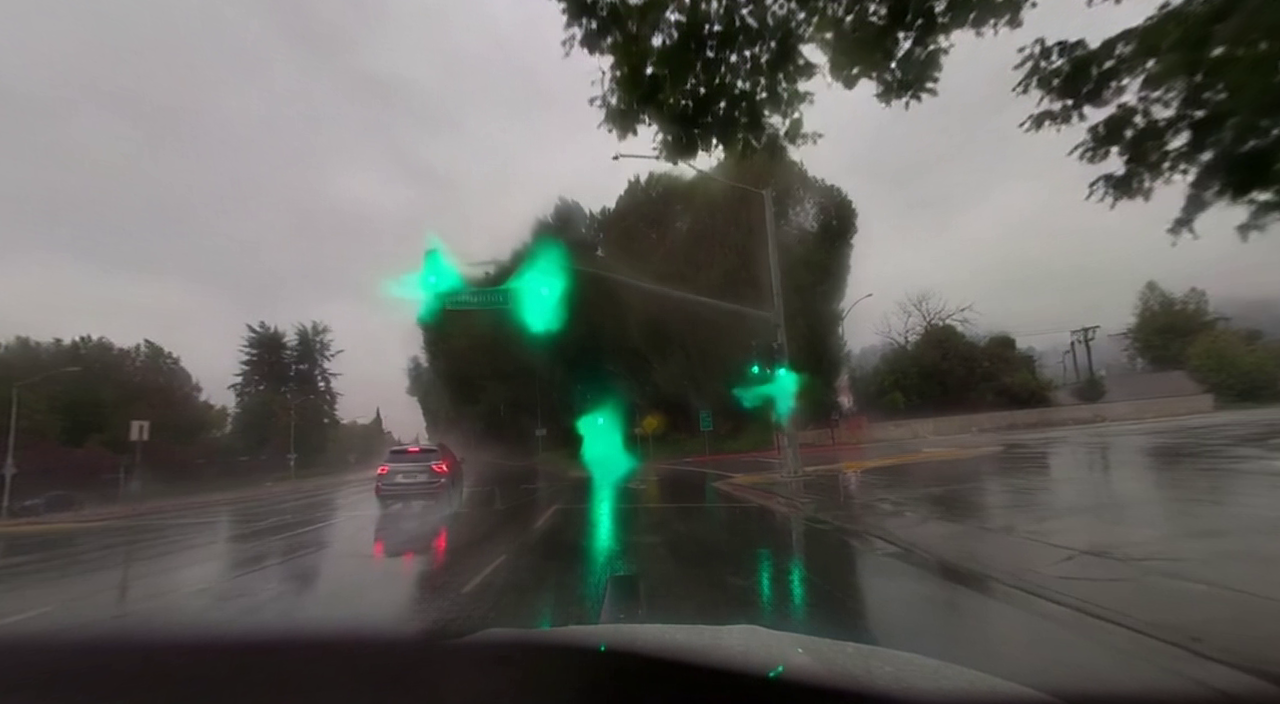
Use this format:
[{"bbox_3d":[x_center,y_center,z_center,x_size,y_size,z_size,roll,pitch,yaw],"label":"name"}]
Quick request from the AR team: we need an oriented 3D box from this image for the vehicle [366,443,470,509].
[{"bbox_3d":[-6.511,3.648,19.134,2.134,1.707,4.471,1,-9,-9],"label":"vehicle"}]
